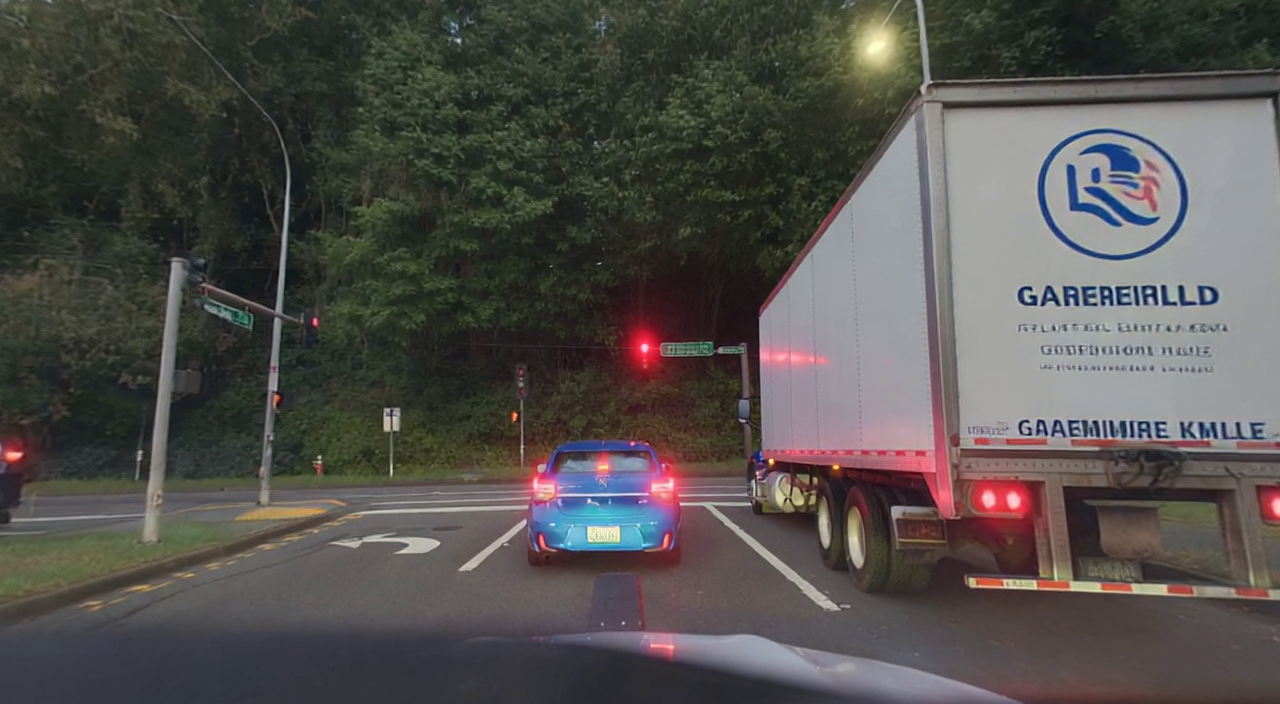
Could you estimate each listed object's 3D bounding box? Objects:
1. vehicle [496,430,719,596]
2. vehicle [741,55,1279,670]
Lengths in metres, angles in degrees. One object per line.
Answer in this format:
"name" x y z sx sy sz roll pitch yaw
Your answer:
"vehicle" -0.328 1.706 7.428 1.975 1.457 3.526 0 -9 -1
"vehicle" 3.525 0.677 8.645 2.884 3.753 9.763 0 -9 2
